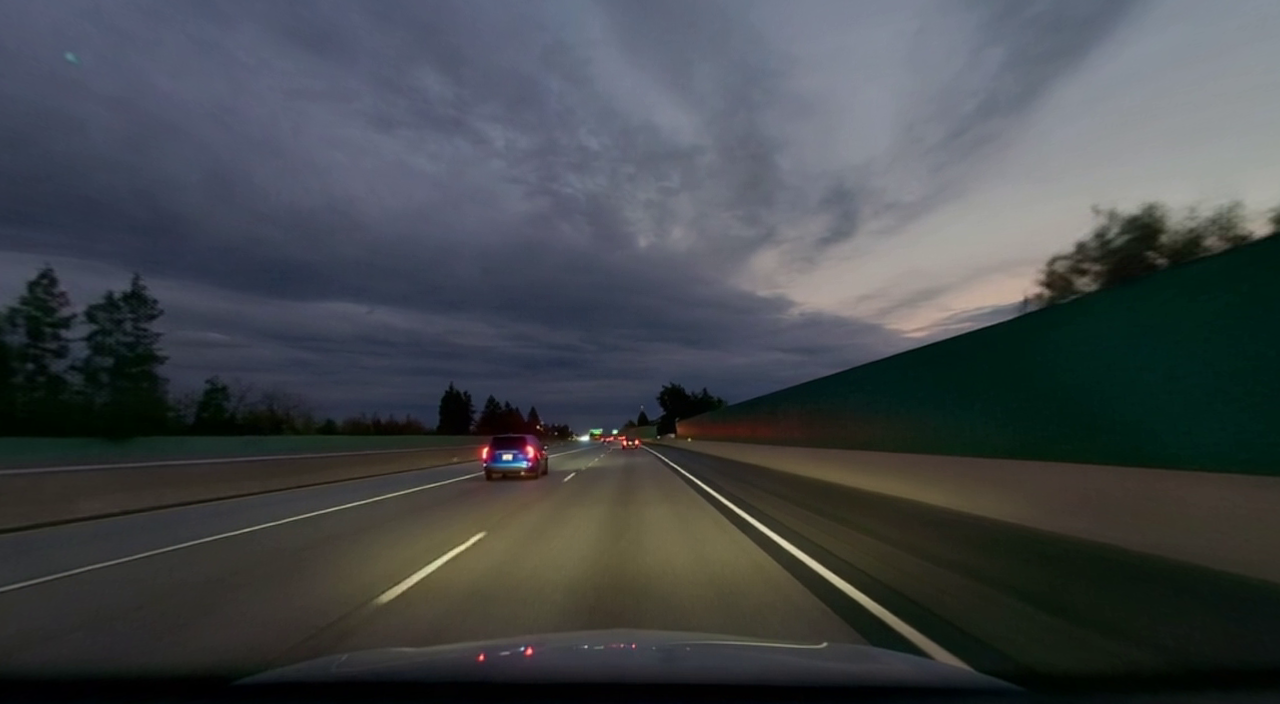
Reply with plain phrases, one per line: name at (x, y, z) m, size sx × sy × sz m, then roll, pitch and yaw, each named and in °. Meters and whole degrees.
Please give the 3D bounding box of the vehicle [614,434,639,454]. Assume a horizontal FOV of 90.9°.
vehicle at (-1.008, 6.911, 47.426) m, size 1.836 × 1.450 × 3.519 m, roll 0°, pitch -8°, yaw -1°

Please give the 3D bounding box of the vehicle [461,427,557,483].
vehicle at (-3.947, 3.179, 19.903) m, size 2.072 × 1.545 × 4.767 m, roll 0°, pitch -8°, yaw 0°
